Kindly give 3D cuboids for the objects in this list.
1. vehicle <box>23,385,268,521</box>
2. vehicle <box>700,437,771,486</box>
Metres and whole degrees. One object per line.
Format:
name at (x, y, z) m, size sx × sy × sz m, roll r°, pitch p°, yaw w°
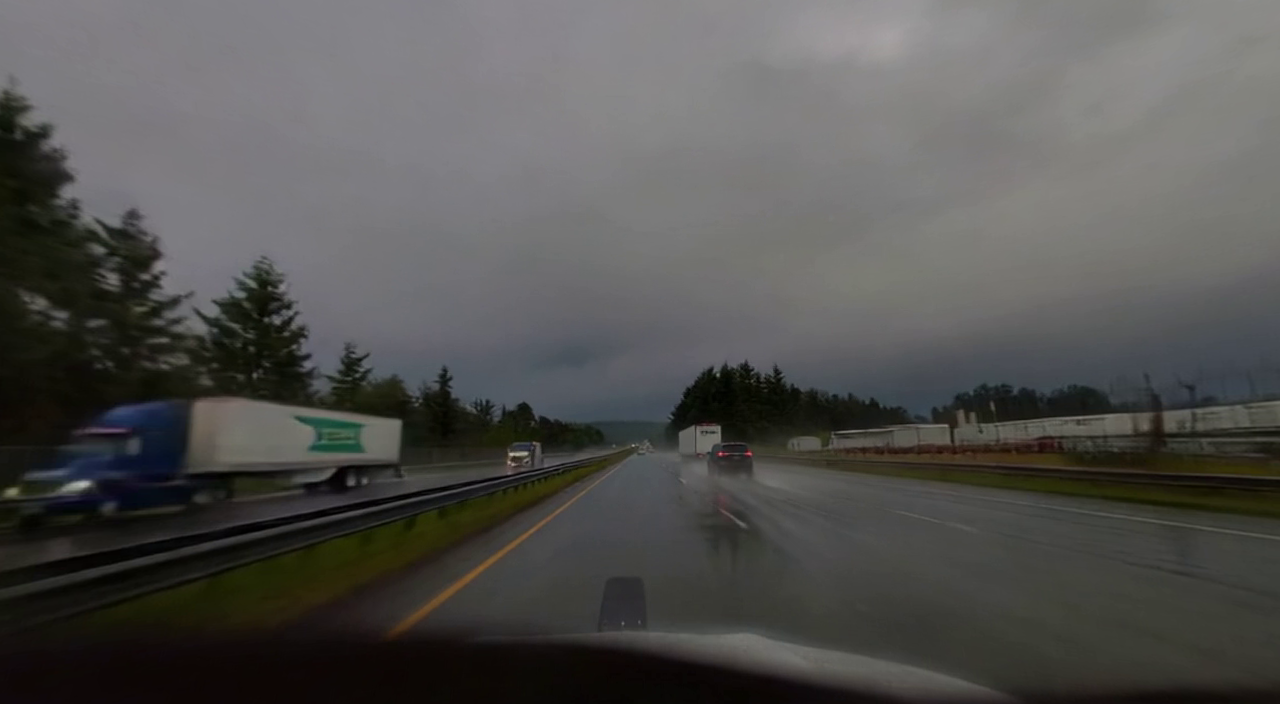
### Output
vehicle at (-15.721, 3.297, 20.831) m, size 3.060 × 3.798 × 5.974 m, roll 0°, pitch -9°, yaw -1°
vehicle at (3.680, 4.321, 25.028) m, size 2.093 × 1.742 × 4.167 m, roll 0°, pitch -9°, yaw -1°
